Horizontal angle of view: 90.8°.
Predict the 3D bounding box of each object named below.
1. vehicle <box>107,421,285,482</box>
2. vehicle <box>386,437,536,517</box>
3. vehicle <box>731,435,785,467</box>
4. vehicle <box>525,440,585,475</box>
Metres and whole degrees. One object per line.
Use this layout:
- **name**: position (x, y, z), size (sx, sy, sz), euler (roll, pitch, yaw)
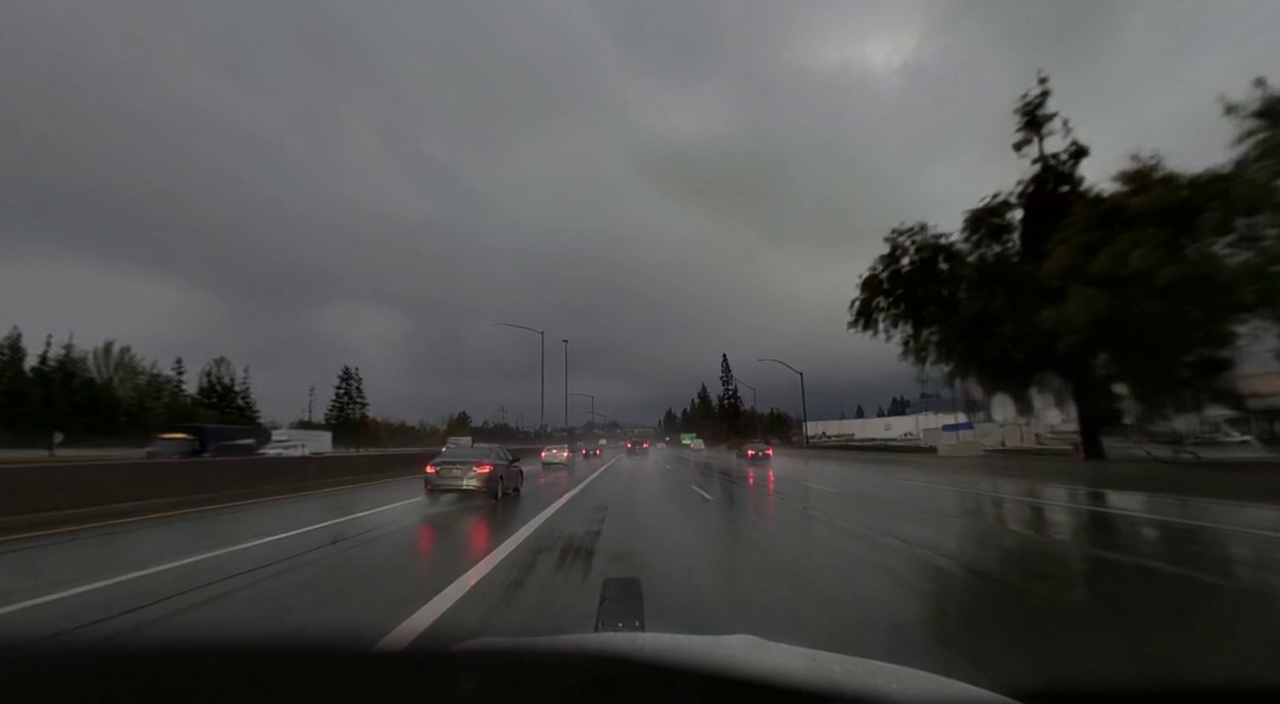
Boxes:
- **vehicle**: position (-28.449, 6.517, 41.710), size (2.907, 3.420, 12.211), euler (0, -9, 0)
- **vehicle**: position (-3.592, 2.588, 13.611), size (1.959, 1.433, 4.291), euler (0, -9, 0)
- **vehicle**: position (6.886, 5.830, 37.383), size (2.147, 1.769, 4.666), euler (0, -9, -2)
- **vehicle**: position (-3.826, 4.832, 29.155), size (2.047, 1.469, 4.614), euler (0, -9, 1)
